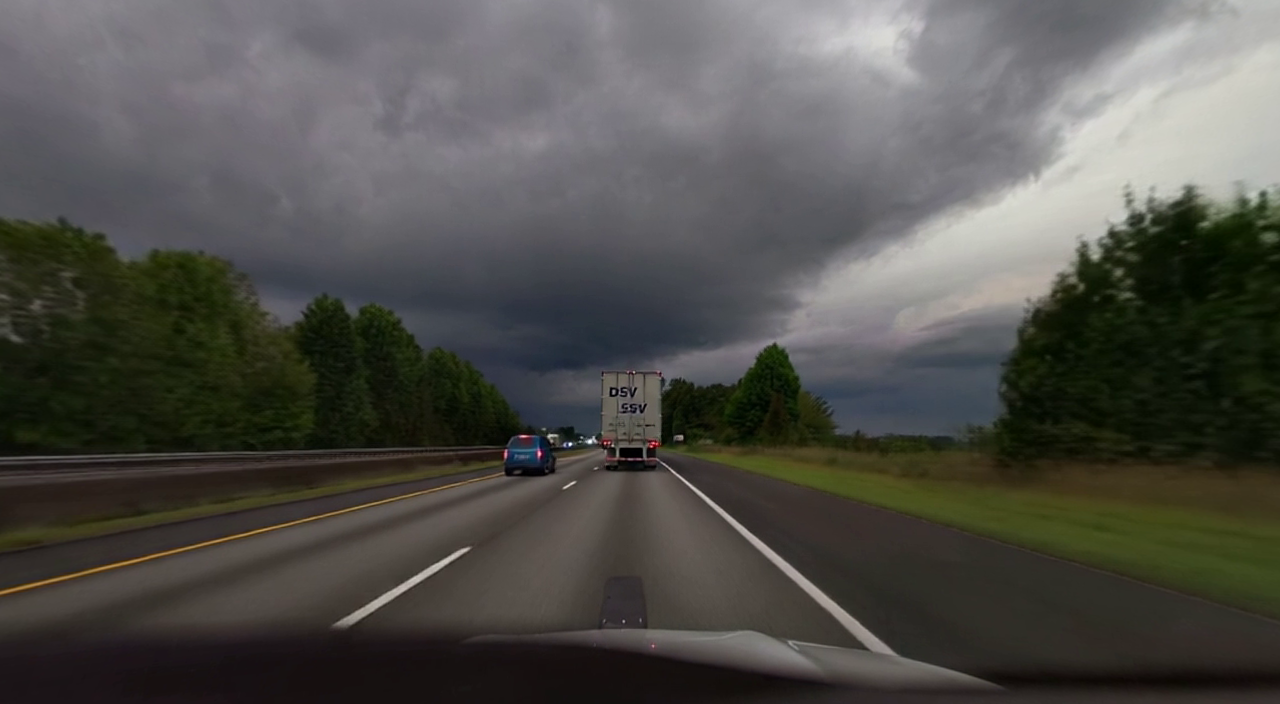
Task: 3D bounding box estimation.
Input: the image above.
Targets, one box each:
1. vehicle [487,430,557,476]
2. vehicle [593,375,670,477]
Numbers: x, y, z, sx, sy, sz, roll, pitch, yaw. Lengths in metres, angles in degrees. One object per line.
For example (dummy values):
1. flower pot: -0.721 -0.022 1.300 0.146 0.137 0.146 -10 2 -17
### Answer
1. vehicle: -4.876 4.259 26.793 2.086 1.778 4.544 0 -8 0
2. vehicle: -0.431 3.602 29.727 2.969 3.957 10.270 0 -8 -1
